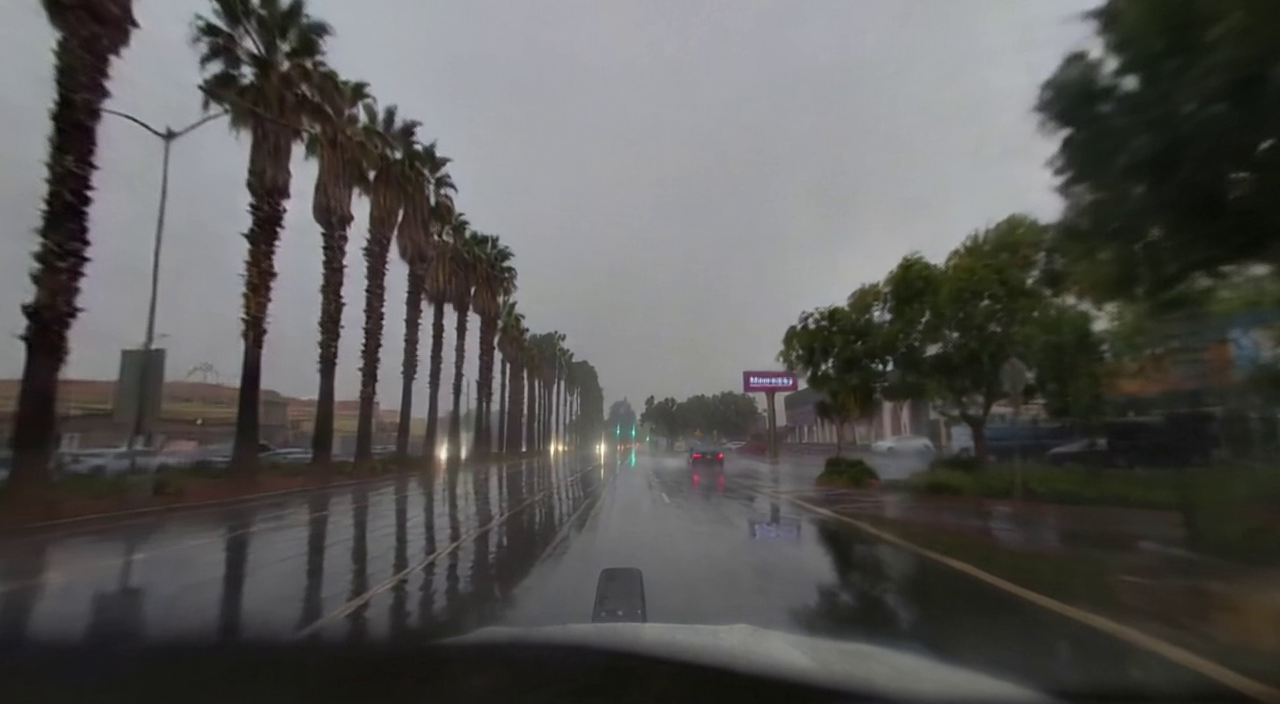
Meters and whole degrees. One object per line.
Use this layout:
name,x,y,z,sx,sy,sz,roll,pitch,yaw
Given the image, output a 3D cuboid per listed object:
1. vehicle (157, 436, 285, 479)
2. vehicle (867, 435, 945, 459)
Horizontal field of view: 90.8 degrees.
vehicle,-20.120,5.059,30.799,2.226,1.860,5.857,0,-8,0
vehicle,18.813,6.704,44.780,4.552,1.649,2.187,0,-8,-4
